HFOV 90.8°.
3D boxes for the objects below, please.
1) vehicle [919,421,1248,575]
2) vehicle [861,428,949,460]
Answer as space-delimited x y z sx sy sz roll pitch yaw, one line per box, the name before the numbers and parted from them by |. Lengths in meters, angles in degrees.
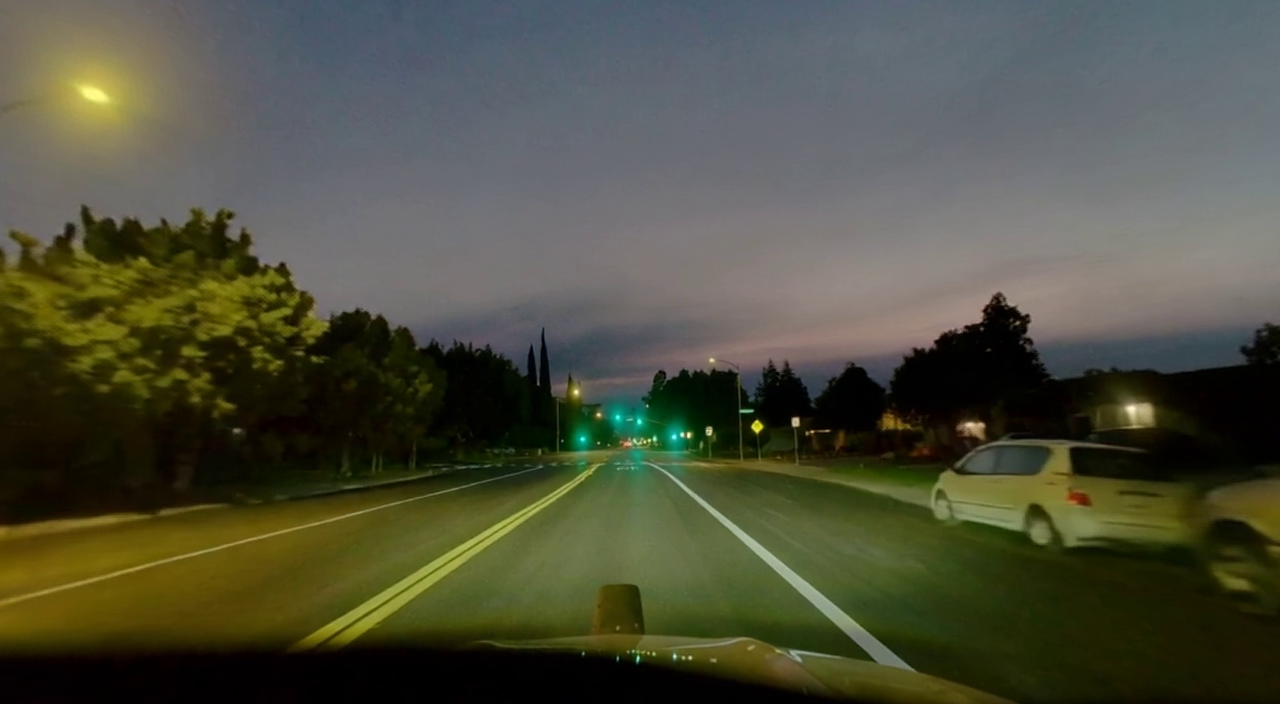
vehicle | 6.497 2.135 10.067 2.108 1.897 4.180 0 -8 -1
vehicle | 17.906 6.279 42.942 4.937 2.091 2.263 0 -8 1
